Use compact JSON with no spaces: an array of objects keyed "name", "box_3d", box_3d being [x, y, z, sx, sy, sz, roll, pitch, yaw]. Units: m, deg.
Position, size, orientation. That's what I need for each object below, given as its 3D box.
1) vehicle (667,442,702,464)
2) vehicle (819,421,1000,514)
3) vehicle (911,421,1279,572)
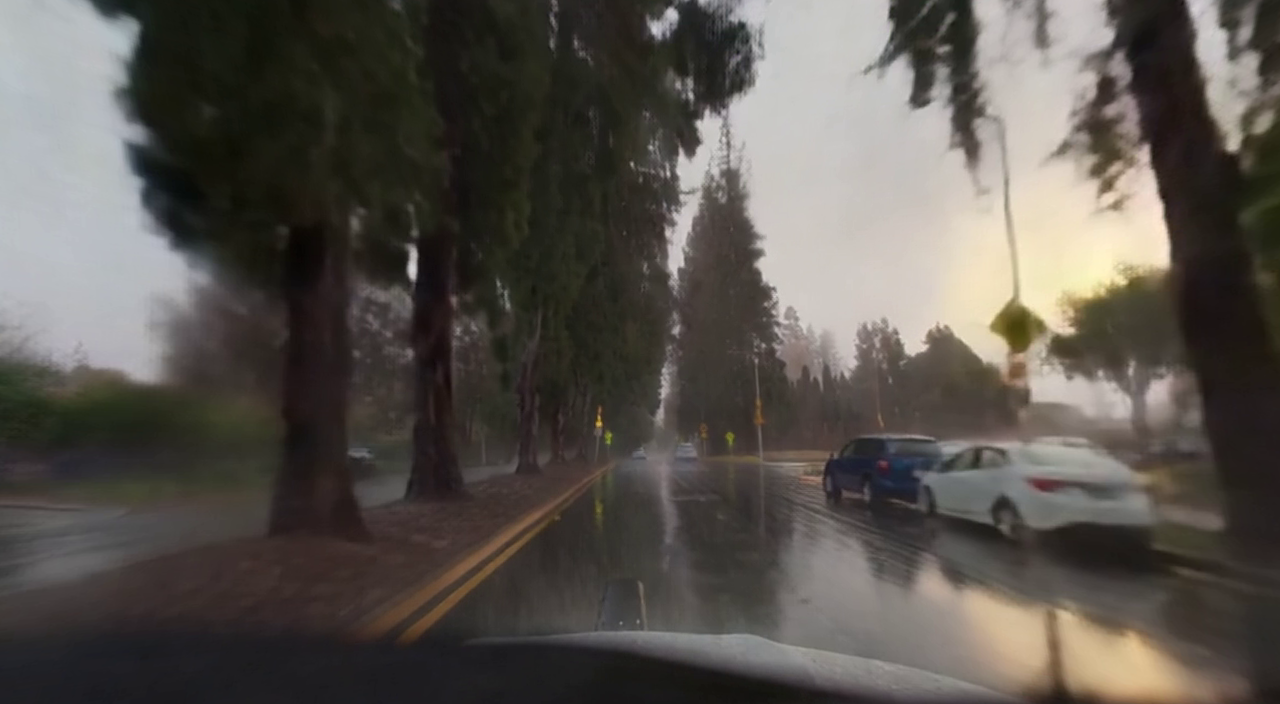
[{"name":"vehicle","box_3d":[3.221,7.419,46.422,2.142,1.501,4.273,0,-8,-1]},{"name":"vehicle","box_3d":[6.492,2.848,16.115,2.081,1.967,5.211,0,-8,-3]},{"name":"vehicle","box_3d":[6.501,2.072,10.017,2.040,1.710,5.200,1,-8,-1]}]
